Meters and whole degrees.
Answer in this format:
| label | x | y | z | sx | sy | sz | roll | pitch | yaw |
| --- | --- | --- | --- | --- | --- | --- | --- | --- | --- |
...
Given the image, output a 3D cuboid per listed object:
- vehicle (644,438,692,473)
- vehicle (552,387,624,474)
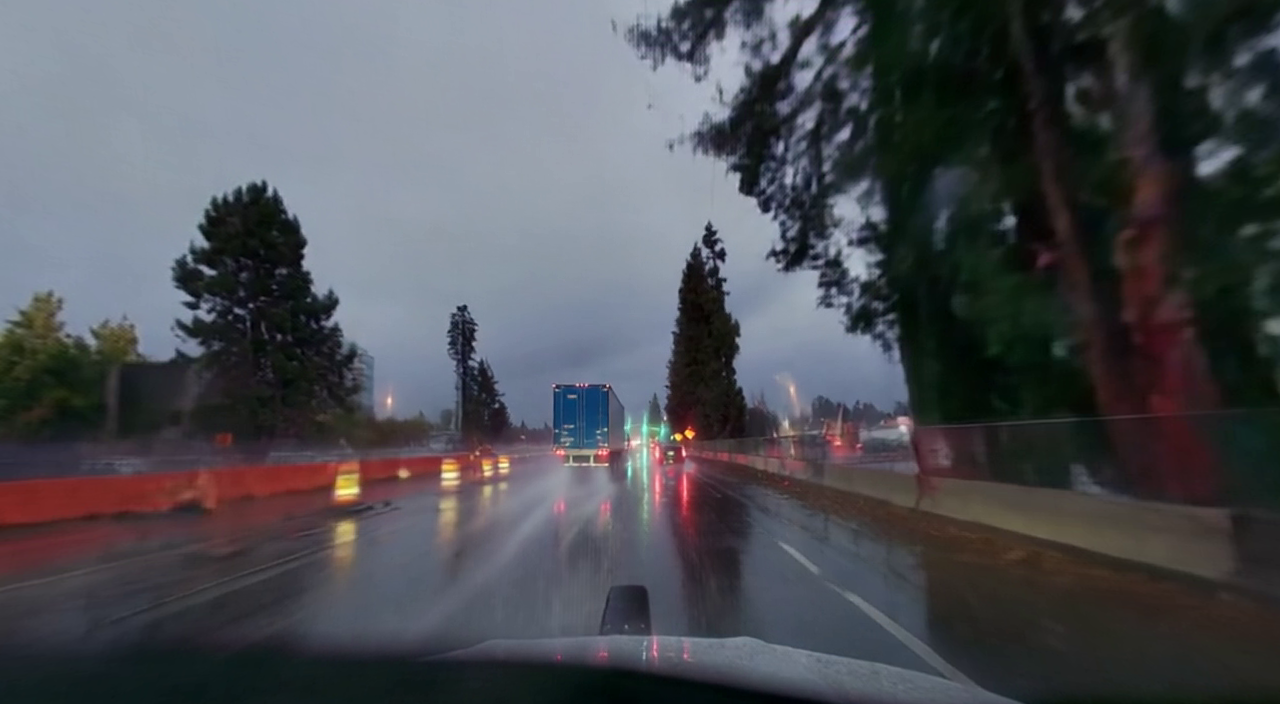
| label | x | y | z | sx | sy | sz | roll | pitch | yaw |
| --- | --- | --- | --- | --- | --- | --- | --- | --- | --- |
| vehicle | 1.387 | 5.356 | 32.888 | 2.304 | 1.675 | 4.462 | 0 | -8 | 0 |
| vehicle | -2.684 | 4.890 | 38.149 | 2.906 | 4.115 | 15.715 | 0 | -8 | 1 |
